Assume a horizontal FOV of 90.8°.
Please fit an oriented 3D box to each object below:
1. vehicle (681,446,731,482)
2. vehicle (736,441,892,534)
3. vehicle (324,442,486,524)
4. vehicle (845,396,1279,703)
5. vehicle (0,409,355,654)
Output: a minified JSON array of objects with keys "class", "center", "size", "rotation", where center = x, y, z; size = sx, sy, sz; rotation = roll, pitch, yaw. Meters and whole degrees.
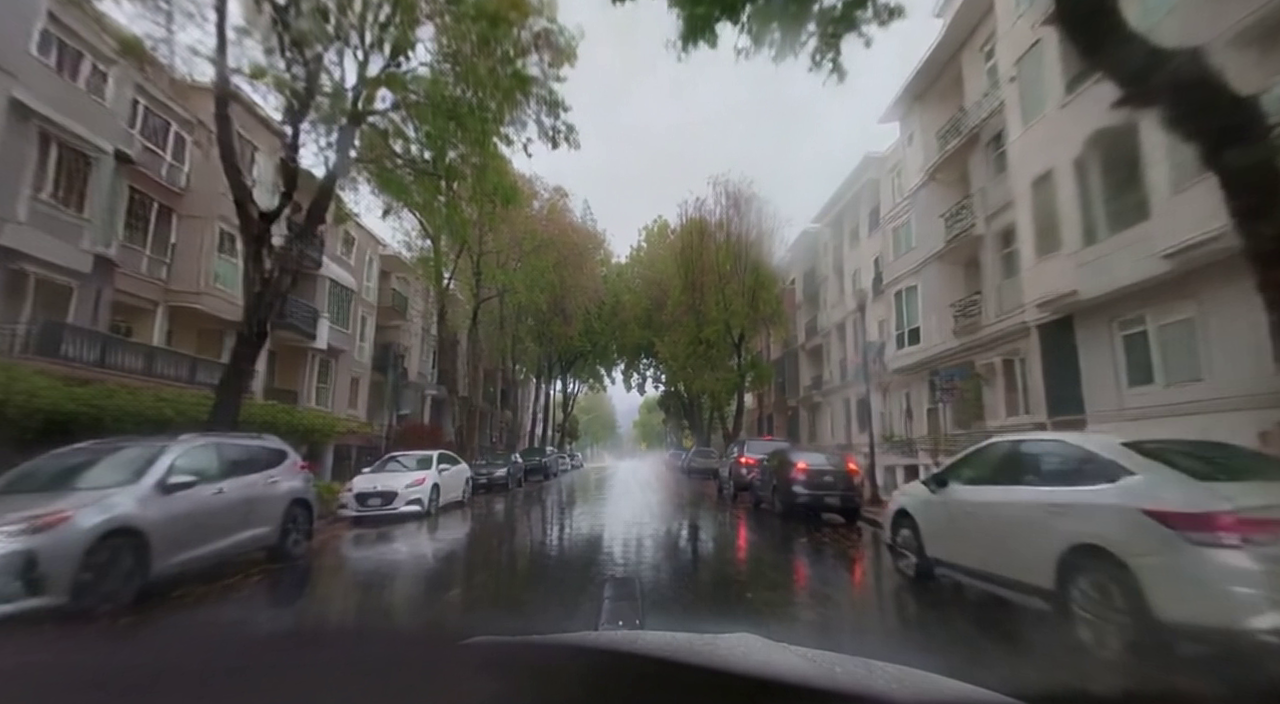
[{"class":"vehicle","center":[3.652,6.261,35.691],"size":[2.137,1.848,4.953],"rotation":[0,-9,-2]},{"class":"vehicle","center":[3.536,2.831,13.970],"size":[1.988,1.652,5.017],"rotation":[0,-9,0]},{"class":"vehicle","center":[-5.765,3.244,16.407],"size":[2.256,1.590,5.488],"rotation":[-3,-8,-2]},{"class":"vehicle","center":[3.751,1.422,5.317],"size":[2.187,1.699,5.038],"rotation":[0,-9,-2]},{"class":"vehicle","center":[-5.600,1.684,7.209],"size":[2.222,1.735,5.215],"rotation":[0,-9,1]}]
